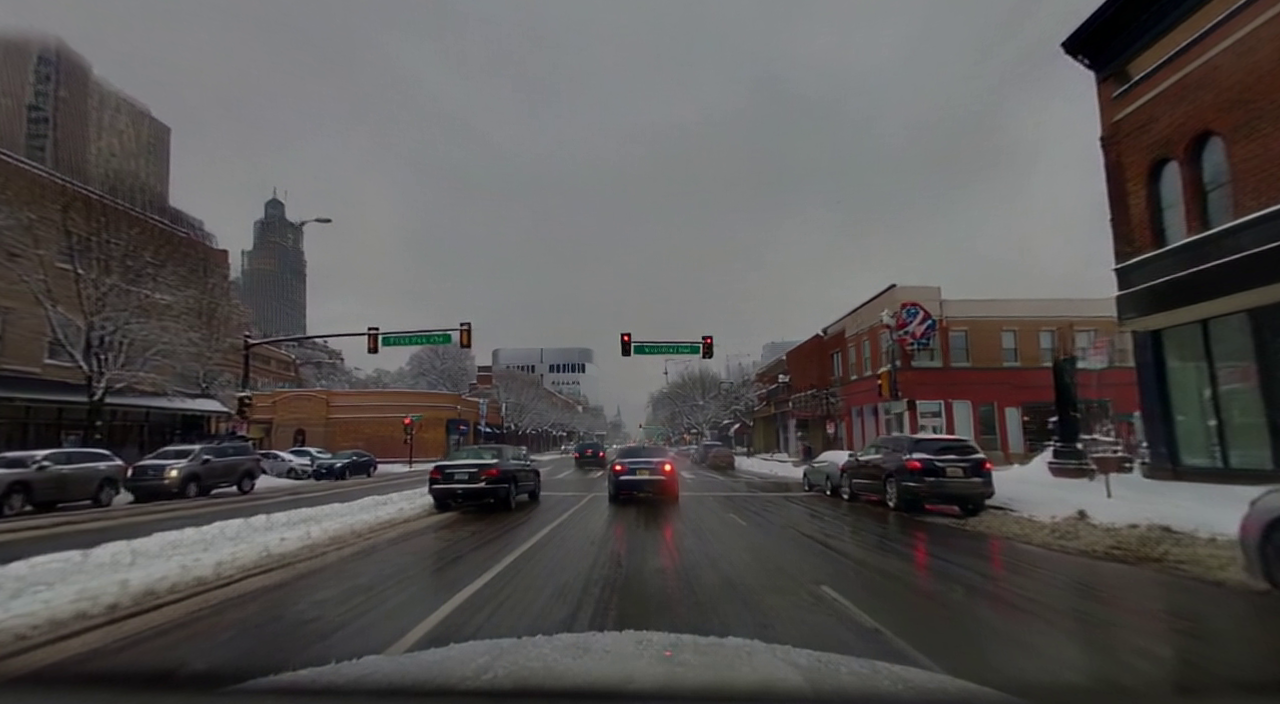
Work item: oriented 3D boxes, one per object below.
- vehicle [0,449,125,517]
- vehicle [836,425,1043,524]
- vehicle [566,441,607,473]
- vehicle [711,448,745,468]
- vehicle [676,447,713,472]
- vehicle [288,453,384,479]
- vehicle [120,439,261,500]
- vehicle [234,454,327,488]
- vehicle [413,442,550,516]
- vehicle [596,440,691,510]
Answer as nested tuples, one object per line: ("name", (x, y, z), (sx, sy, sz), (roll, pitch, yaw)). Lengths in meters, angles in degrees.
("vehicle", (-17.108, 3.563, 17.501), (1.888, 1.692, 4.356), (0, -9, 0))
("vehicle", (6.552, 2.742, 14.739), (2.289, 1.867, 5.322), (0, -9, 1))
("vehicle", (-3.096, 6.208, 37.431), (2.007, 1.736, 4.185), (0, -9, 1))
("vehicle", (6.849, 8.308, 49.409), (1.944, 1.462, 4.406), (0, -9, 0))
("vehicle", (3.415, 6.844, 40.472), (2.047, 1.463, 4.514), (0, -9, 1))
("vehicle", (-18.874, 7.057, 39.174), (5.163, 1.510, 2.174), (-2, -9, 15))
("vehicle", (-16.549, 4.310, 23.706), (2.239, 1.963, 5.779), (2, -9, -14))
("vehicle", (-17.207, 5.686, 30.439), (1.774, 1.436, 4.473), (0, -9, 1))
("vehicle", (-3.431, 2.823, 14.562), (1.950, 1.450, 4.257), (0, -9, 2))
("vehicle", (0.065, 2.954, 15.612), (2.037, 1.484, 4.073), (0, -9, 0))
